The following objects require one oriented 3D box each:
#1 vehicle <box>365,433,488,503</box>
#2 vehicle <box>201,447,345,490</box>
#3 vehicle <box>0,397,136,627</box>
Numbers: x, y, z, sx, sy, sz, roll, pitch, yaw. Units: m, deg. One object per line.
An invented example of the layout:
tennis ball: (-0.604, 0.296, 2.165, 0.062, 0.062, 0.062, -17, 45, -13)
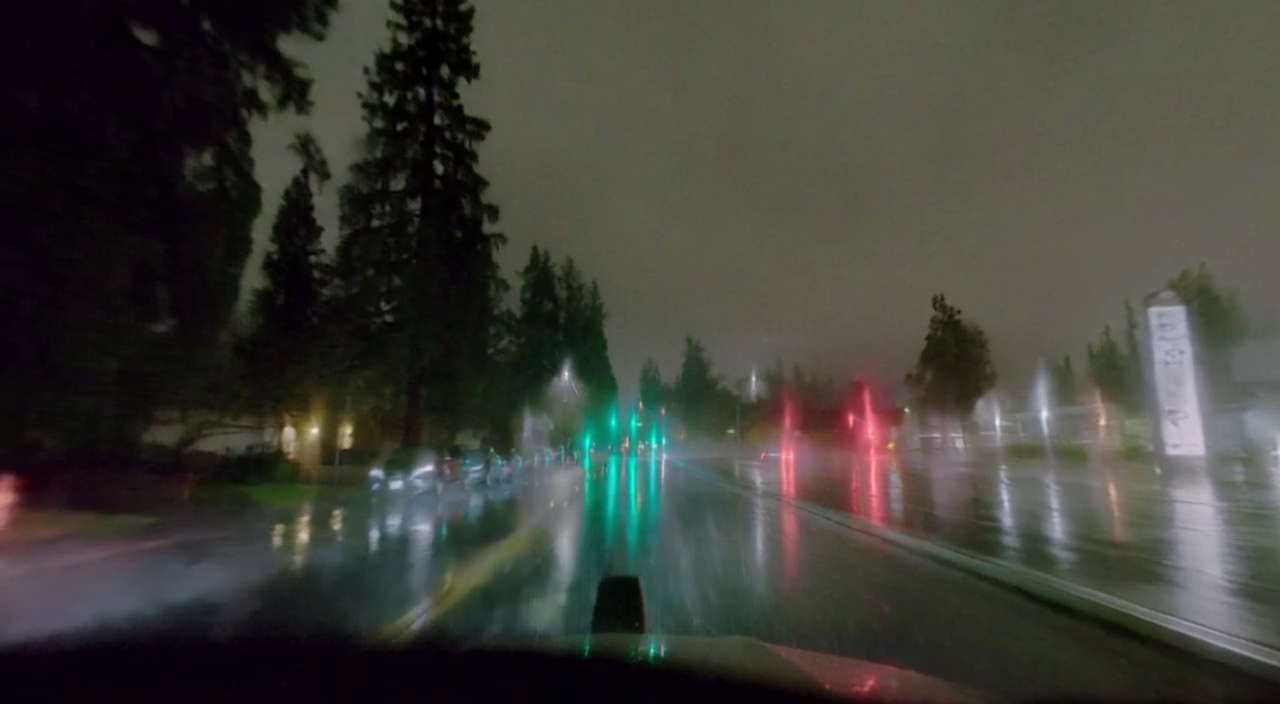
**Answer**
vehicle: (-6.544, 3.604, 20.065, 2.020, 1.842, 5.116, 1, -8, 1)
vehicle: (-14.019, 4.449, 24.264, 4.189, 1.450, 2.196, -1, -9, 0)
vehicle: (-6.467, 1.107, 3.753, 2.350, 1.892, 5.542, 1, -8, -1)
